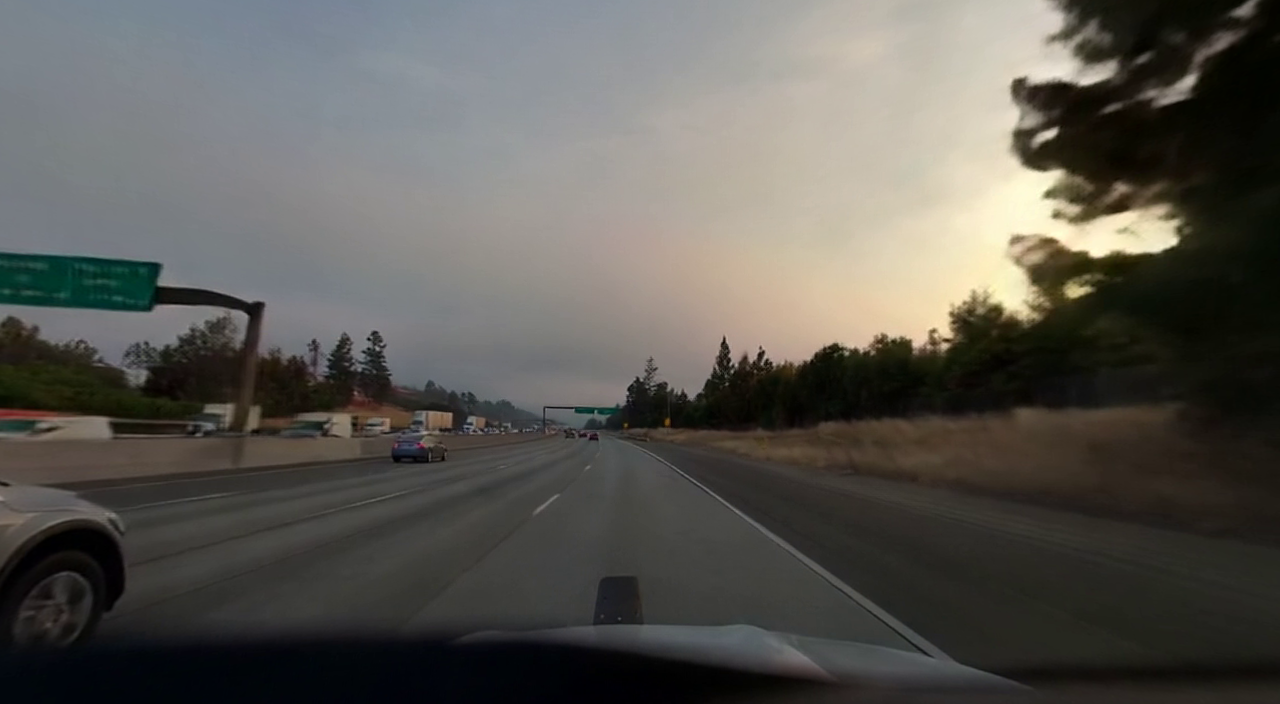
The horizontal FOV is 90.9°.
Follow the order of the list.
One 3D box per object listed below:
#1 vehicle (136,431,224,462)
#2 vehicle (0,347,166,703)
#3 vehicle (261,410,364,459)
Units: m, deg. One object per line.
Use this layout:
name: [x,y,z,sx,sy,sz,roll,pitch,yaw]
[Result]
vehicle: [-22.316,4.571,30.745,1.743,1.400,3.431,0,-8,-2]
vehicle: [-3.934,0.632,1.560,2.187,1.639,4.318,0,-8,-1]
vehicle: [-18.600,4.768,36.321,2.415,2.528,6.726,0,-8,-2]
